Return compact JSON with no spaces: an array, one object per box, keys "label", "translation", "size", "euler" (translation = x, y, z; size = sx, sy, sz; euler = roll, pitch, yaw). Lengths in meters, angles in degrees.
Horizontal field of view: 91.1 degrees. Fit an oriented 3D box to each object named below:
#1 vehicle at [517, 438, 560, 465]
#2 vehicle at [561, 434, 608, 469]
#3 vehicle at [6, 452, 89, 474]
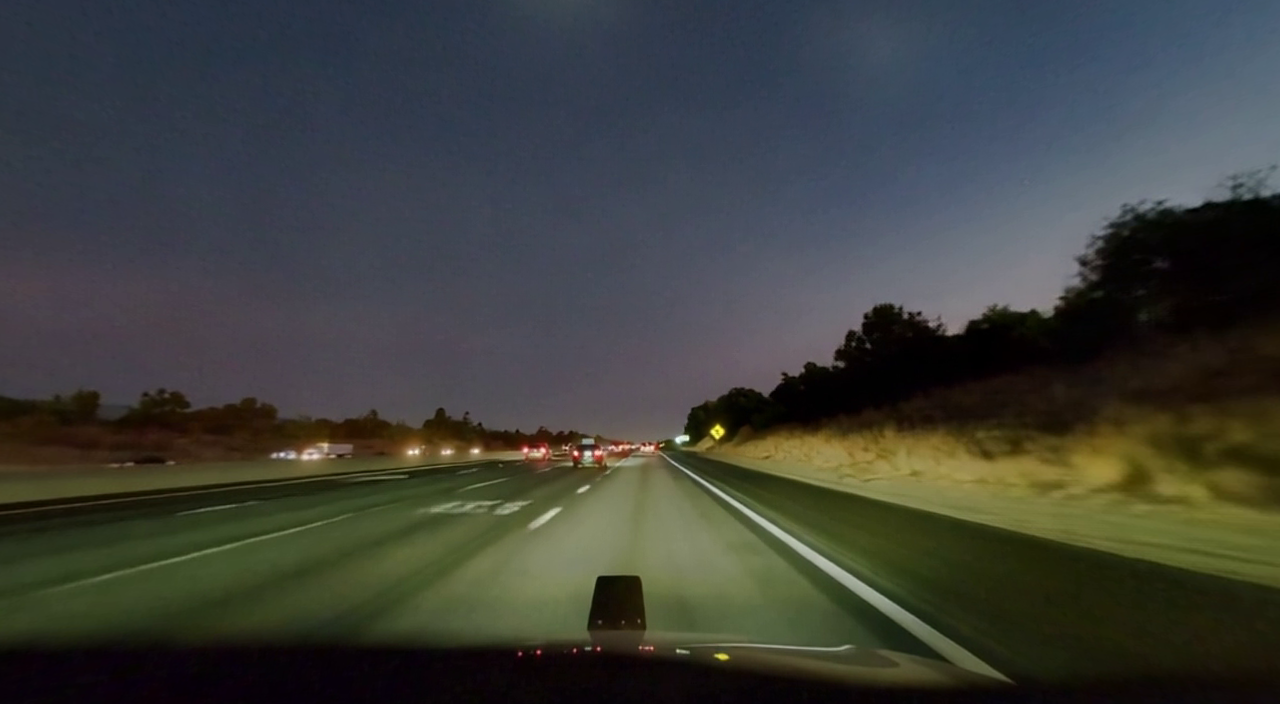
[{"label":"vehicle","translation":[-6.926,6.824,43.212],"size":[2.078,1.729,4.722],"euler":[0,-8,1]},{"label":"vehicle","translation":[-2.981,5.420,34.402],"size":[2.194,1.766,3.720],"euler":[0,-8,0]},{"label":"vehicle","translation":[-42.082,7.867,44.744],"size":[1.658,1.442,4.395],"euler":[0,-8,-1]}]
